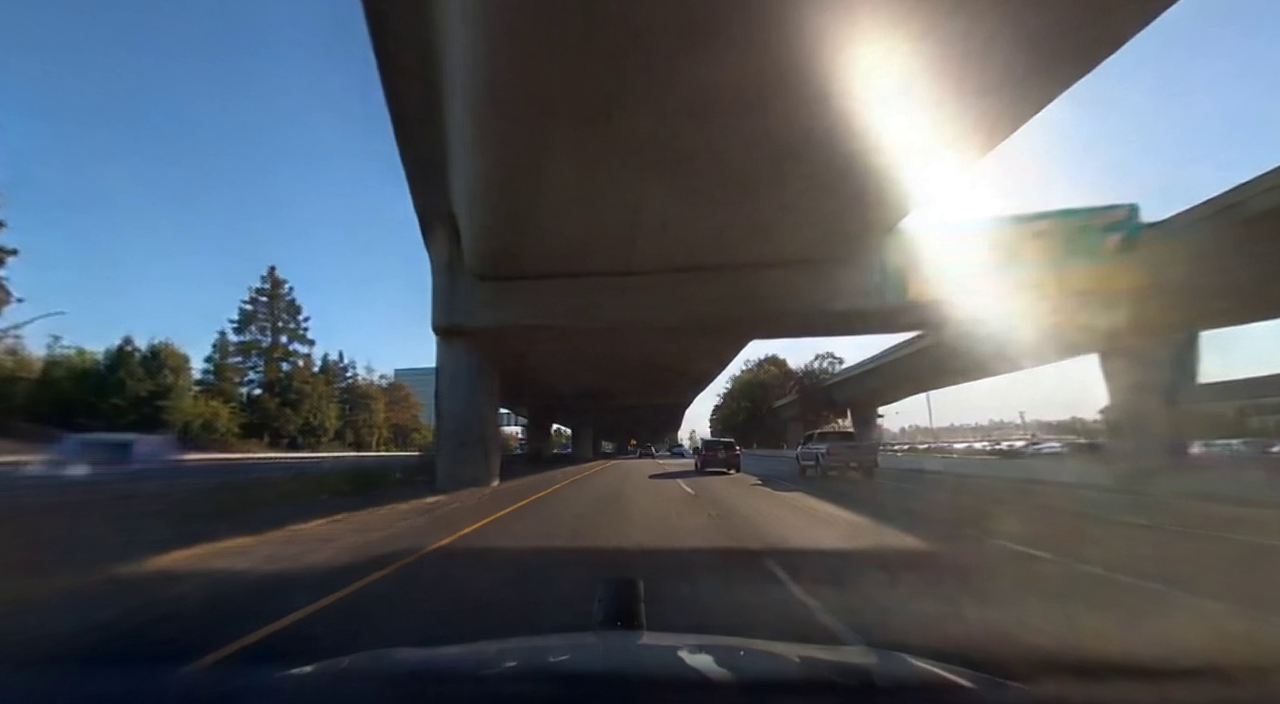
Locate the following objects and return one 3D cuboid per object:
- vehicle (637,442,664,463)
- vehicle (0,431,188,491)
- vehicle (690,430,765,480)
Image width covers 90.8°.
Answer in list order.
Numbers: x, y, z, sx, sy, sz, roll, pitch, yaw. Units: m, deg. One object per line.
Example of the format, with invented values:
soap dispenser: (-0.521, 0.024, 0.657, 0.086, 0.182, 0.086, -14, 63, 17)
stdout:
vehicle: (0.838, 7.734, 48.709, 2.046, 1.475, 3.784, 0, -9, 2)
vehicle: (-20.144, 3.959, 23.316, 2.145, 1.895, 6.330, 0, -9, 1)
vehicle: (3.322, 4.064, 25.150, 2.226, 1.779, 4.835, 0, -9, -1)
